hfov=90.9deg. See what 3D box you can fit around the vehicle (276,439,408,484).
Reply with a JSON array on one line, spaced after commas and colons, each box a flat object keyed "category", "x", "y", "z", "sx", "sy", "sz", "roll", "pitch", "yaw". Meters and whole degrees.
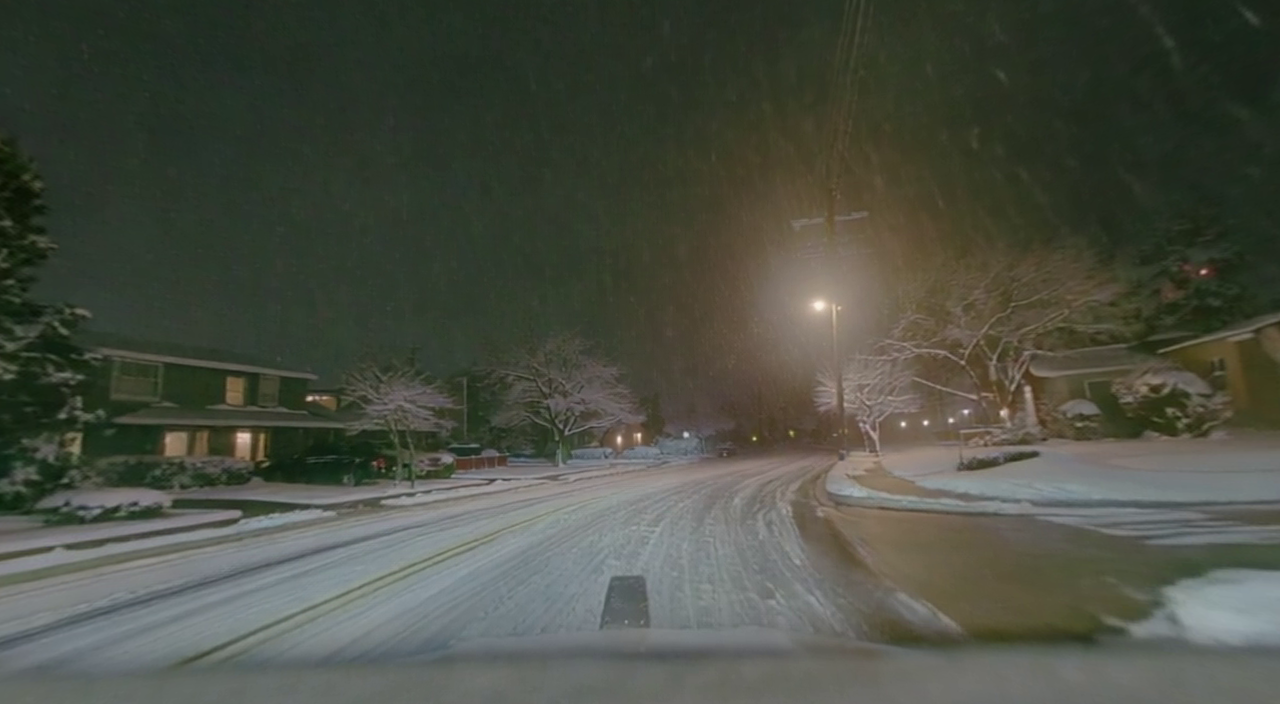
[{"category": "vehicle", "x": -11.920, "y": 4.403, "z": 25.604, "sx": 4.485, "sy": 1.663, "sz": 2.111, "roll": 2, "pitch": -9, "yaw": -15}]
